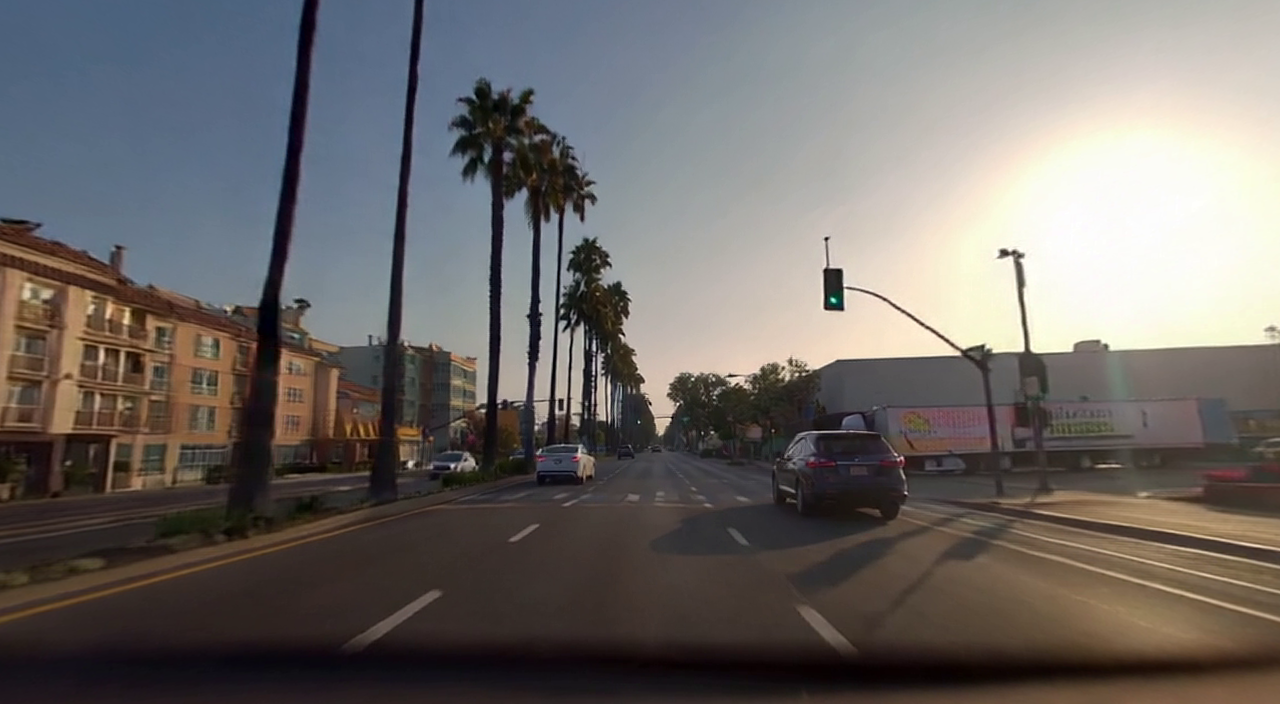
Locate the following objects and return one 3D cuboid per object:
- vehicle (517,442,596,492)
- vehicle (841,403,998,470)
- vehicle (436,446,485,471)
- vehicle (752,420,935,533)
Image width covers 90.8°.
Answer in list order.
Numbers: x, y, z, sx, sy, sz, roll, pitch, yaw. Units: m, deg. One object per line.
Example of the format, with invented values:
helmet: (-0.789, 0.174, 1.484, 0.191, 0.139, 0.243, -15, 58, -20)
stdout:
vehicle: (-2.705, 3.863, 21.542, 2.034, 1.498, 3.995, -1, -9, 2)
vehicle: (15.064, 4.607, 34.477, 7.195, 3.468, 2.597, 0, -9, -2)
vehicle: (-13.953, 8.279, 49.472, 2.227, 1.768, 5.034, -1, -9, 2)
vehicle: (3.493, 2.232, 11.843, 1.982, 1.711, 4.276, 0, -9, 0)
